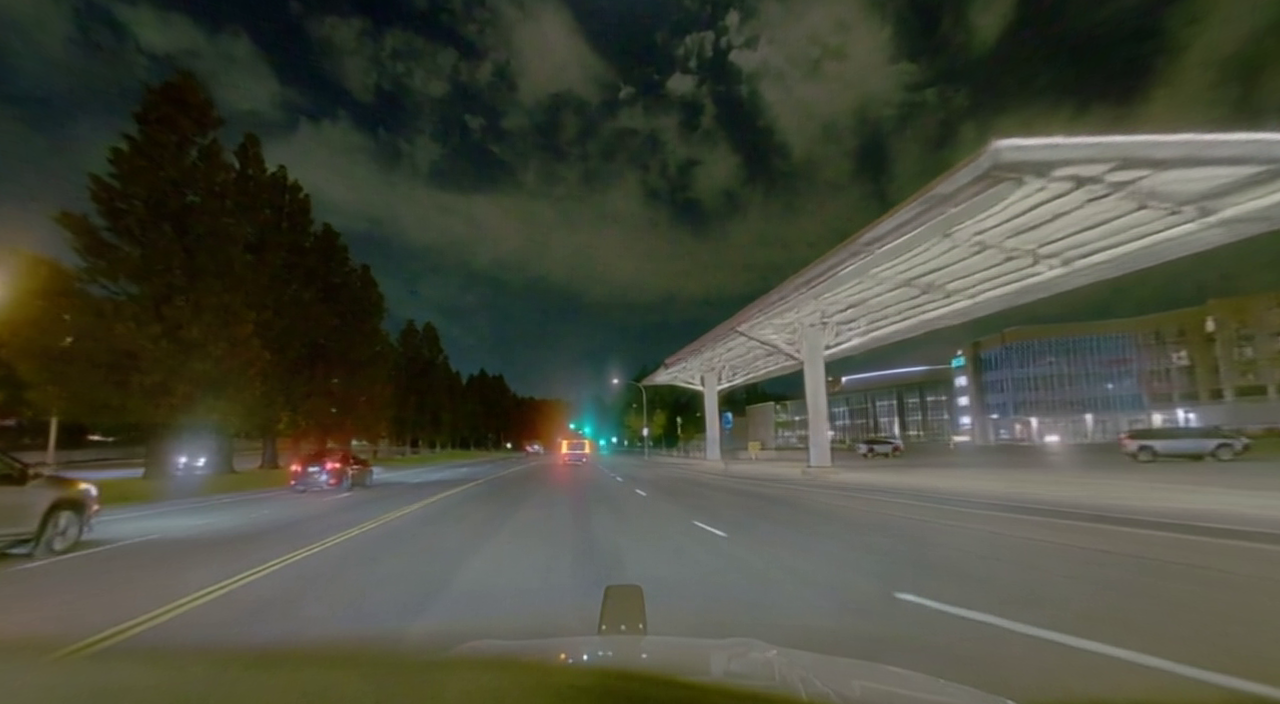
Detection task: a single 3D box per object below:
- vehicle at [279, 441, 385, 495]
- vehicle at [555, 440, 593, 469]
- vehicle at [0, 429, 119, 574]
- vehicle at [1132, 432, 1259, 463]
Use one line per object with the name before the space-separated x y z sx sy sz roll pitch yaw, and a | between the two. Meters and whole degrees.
vehicle | -11.366 4.263 23.695 2.097 1.782 4.682 1 -8 -7
vehicle | -4.344 6.702 41.466 2.345 1.803 4.261 1 -8 -6
vehicle | -8.757 1.732 7.047 2.181 1.728 4.515 0 -8 -4
vehicle | 28.344 4.893 32.411 1.896 1.459 4.611 1 -8 -10
